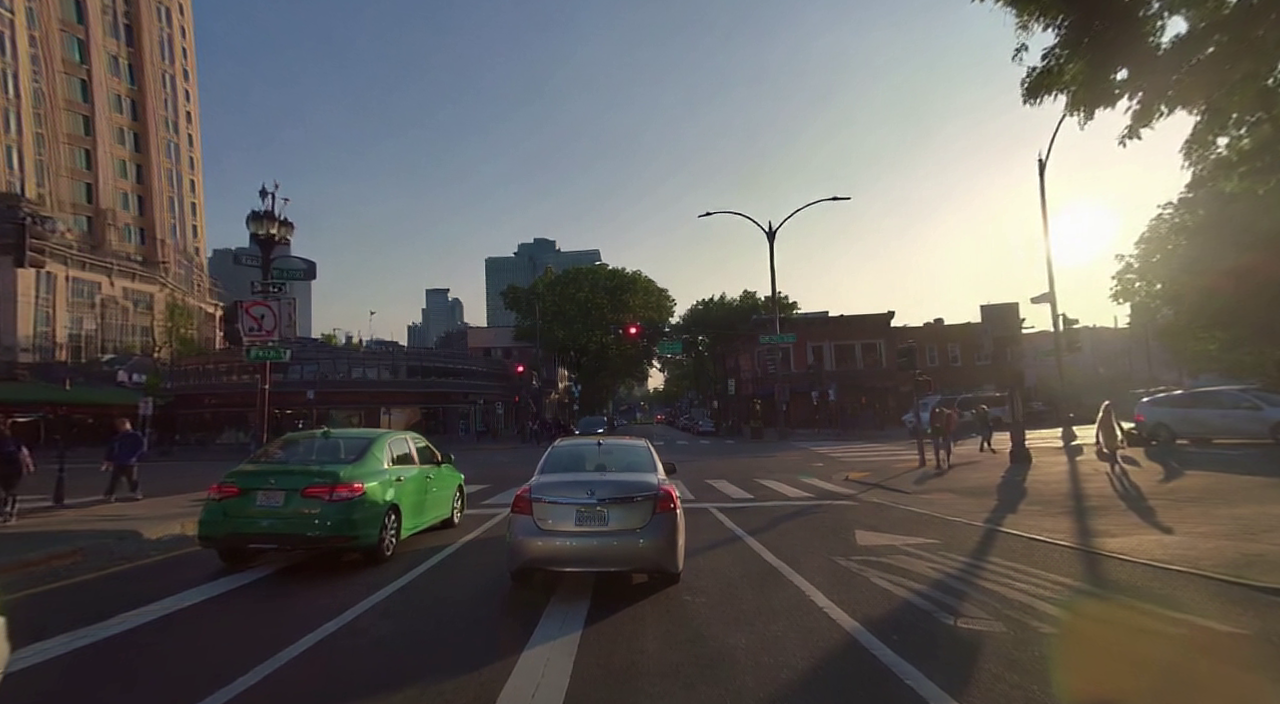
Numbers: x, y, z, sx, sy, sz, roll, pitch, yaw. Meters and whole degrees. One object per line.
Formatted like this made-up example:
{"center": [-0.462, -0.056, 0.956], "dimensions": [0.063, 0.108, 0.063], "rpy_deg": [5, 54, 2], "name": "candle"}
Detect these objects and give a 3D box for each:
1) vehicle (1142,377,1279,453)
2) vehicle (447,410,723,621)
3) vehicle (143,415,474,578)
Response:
{"center": [21.621, 2.298, 22.506], "dimensions": [5.863, 2.493, 2.354], "rpy_deg": [1, -9, -11], "name": "vehicle"}
{"center": [-0.422, 1.479, 6.626], "dimensions": [1.999, 1.520, 3.896], "rpy_deg": [0, -8, -1], "name": "vehicle"}
{"center": [-3.705, 1.686, 8.175], "dimensions": [1.934, 1.522, 4.287], "rpy_deg": [0, -8, 0], "name": "vehicle"}
